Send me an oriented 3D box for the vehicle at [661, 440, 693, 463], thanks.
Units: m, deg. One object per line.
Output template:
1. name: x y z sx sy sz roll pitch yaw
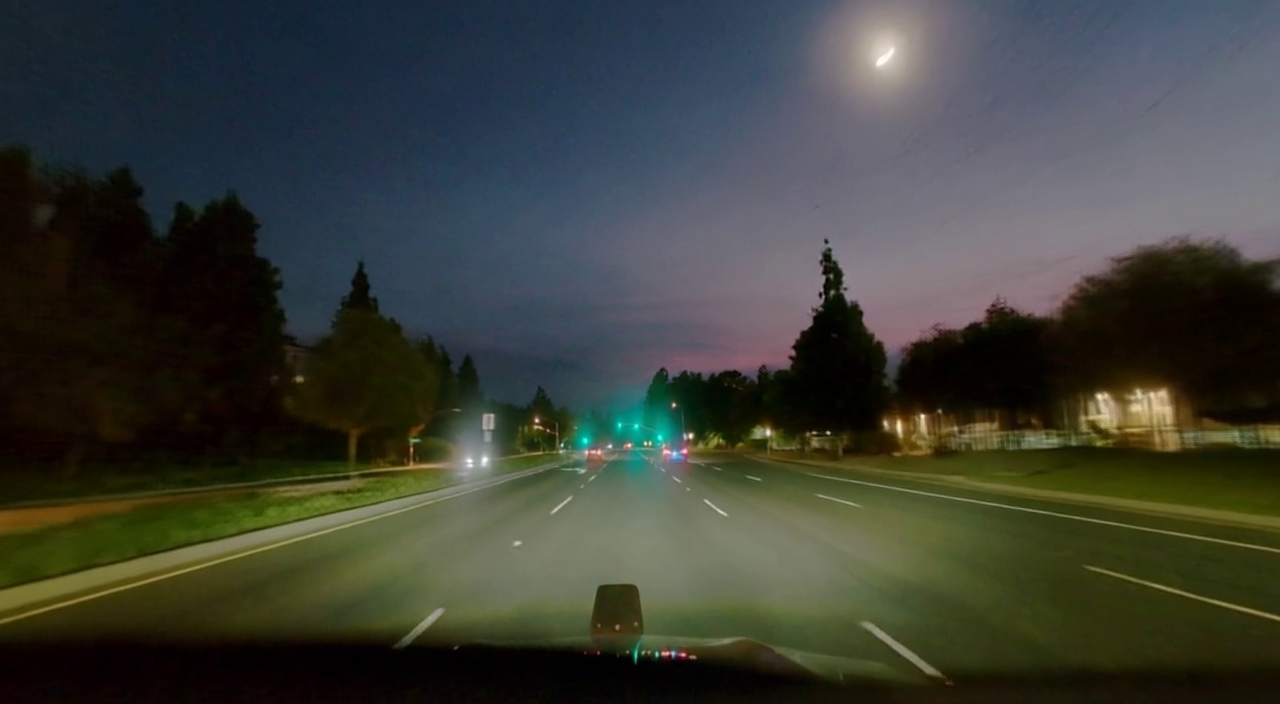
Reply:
1. vehicle: 2.833 7.751 49.429 2.072 1.696 4.177 1 -8 -2
